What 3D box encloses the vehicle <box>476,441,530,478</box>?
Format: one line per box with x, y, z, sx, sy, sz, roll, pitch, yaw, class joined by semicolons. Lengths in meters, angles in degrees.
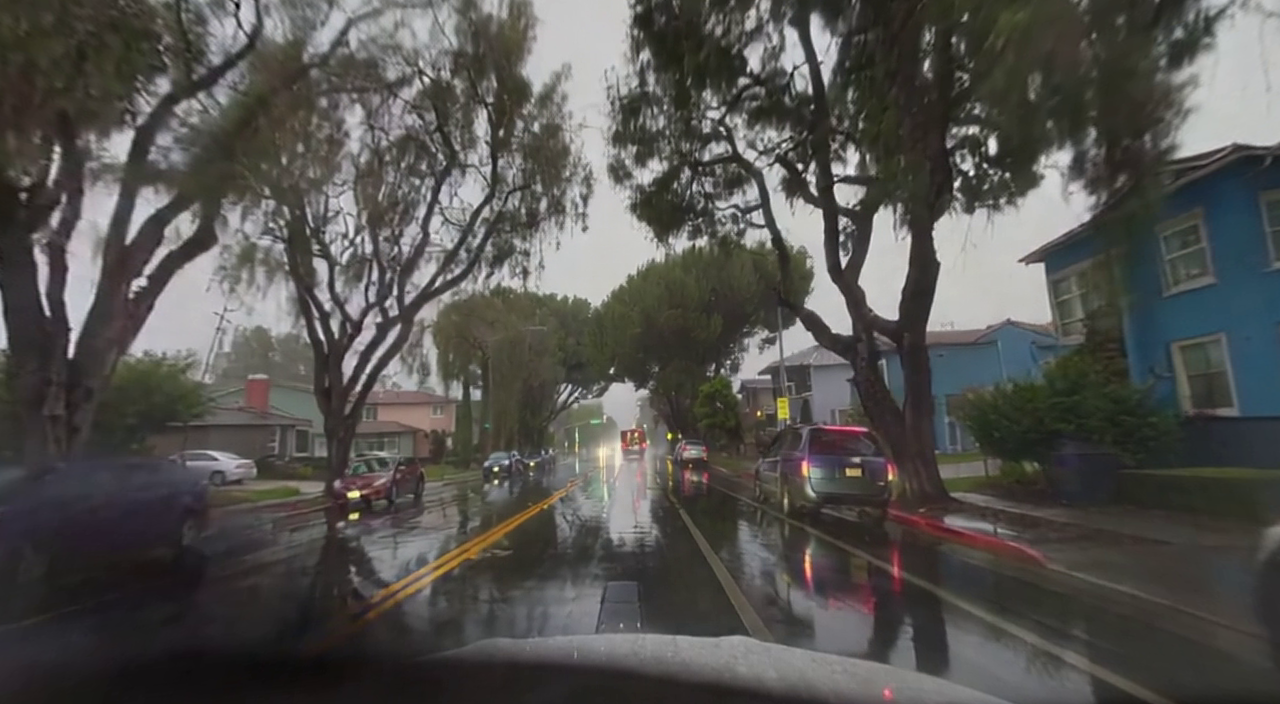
-8.333;6.599;39.030;2.094;1.840;5.450;-7;-8;-2;vehicle

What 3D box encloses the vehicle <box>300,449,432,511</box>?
-8.389;3.905;19.889;1.921;1.494;4.884;-4;-8;1;vehicle

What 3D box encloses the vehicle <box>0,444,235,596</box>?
-8.426;2.332;9.079;1.989;1.726;5.129;-6;-9;-2;vehicle

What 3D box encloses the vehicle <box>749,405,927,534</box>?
3.667;2.250;12.722;2.131;1.995;4.626;3;-8;1;vehicle

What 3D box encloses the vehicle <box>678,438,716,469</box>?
3.889;6.985;43.724;2.060;1.833;4.927;4;-9;0;vehicle
